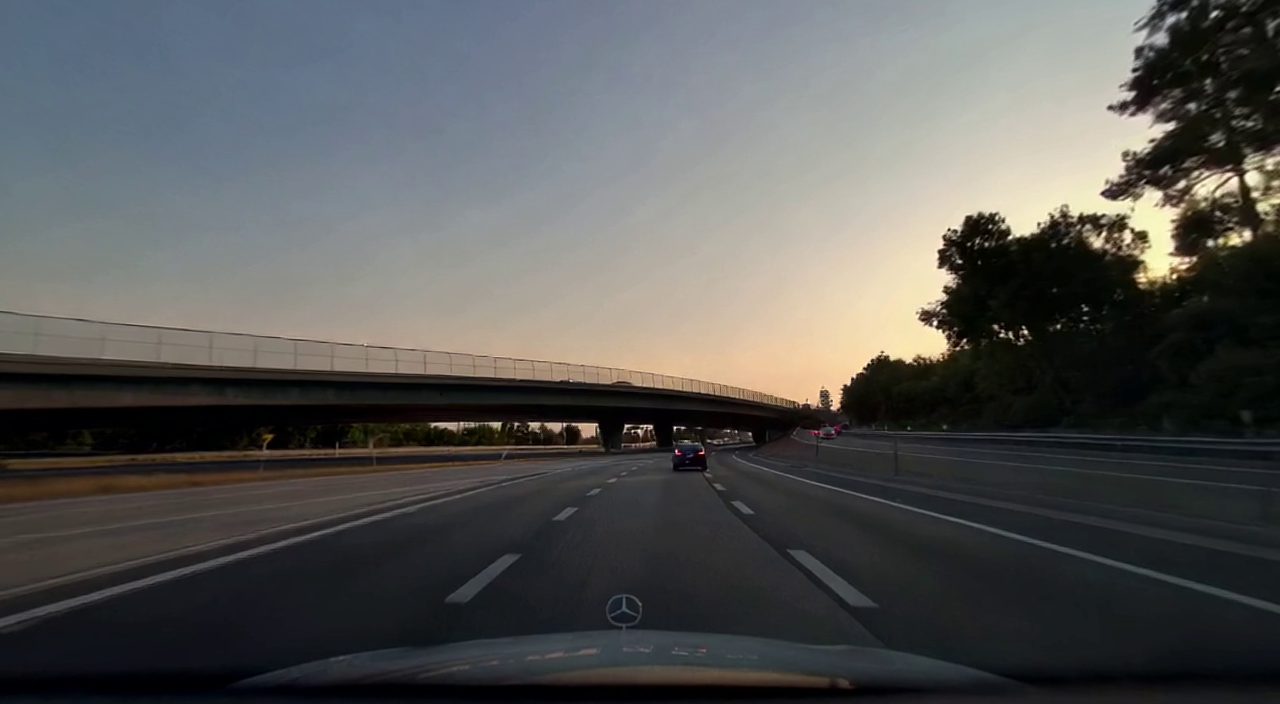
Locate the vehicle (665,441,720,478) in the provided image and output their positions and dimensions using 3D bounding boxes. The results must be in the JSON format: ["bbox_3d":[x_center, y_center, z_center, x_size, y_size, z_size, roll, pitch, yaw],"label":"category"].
[{"bbox_3d":[2.121,4.492,26.555,2.124,1.405,4.398,0,-8,3],"label":"vehicle"}]
